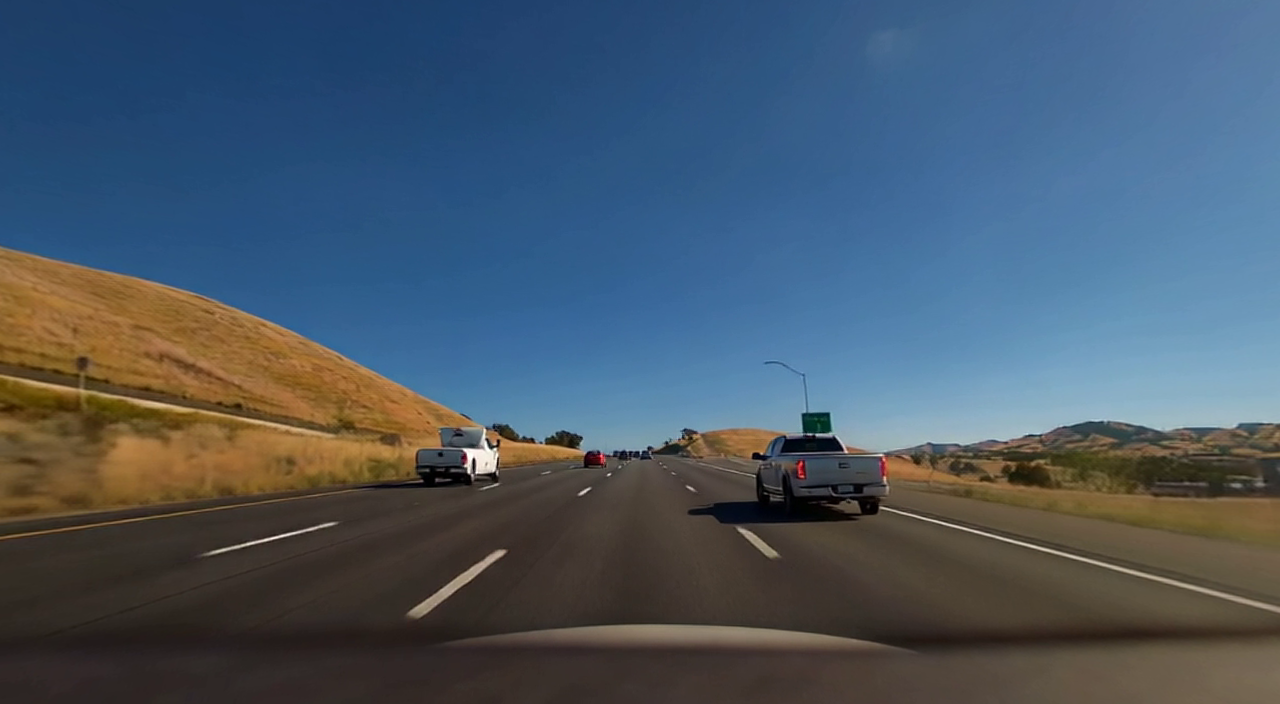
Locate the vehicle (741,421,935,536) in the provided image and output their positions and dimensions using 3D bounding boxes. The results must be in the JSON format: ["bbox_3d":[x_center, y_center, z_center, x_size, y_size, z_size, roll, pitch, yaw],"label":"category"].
[{"bbox_3d":[3.494,2.356,12.296,2.231,1.789,4.700,0,-9,0],"label":"vehicle"}]

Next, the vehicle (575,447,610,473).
[{"bbox_3d":[-3.114,7.196,42.214,2.009,1.593,4.378,0,-9,0],"label":"vehicle"}]

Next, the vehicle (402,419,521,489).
[{"bbox_3d":[-7.097,4.216,26.232,2.937,2.509,7.090,0,-9,-1],"label":"vehicle"}]
